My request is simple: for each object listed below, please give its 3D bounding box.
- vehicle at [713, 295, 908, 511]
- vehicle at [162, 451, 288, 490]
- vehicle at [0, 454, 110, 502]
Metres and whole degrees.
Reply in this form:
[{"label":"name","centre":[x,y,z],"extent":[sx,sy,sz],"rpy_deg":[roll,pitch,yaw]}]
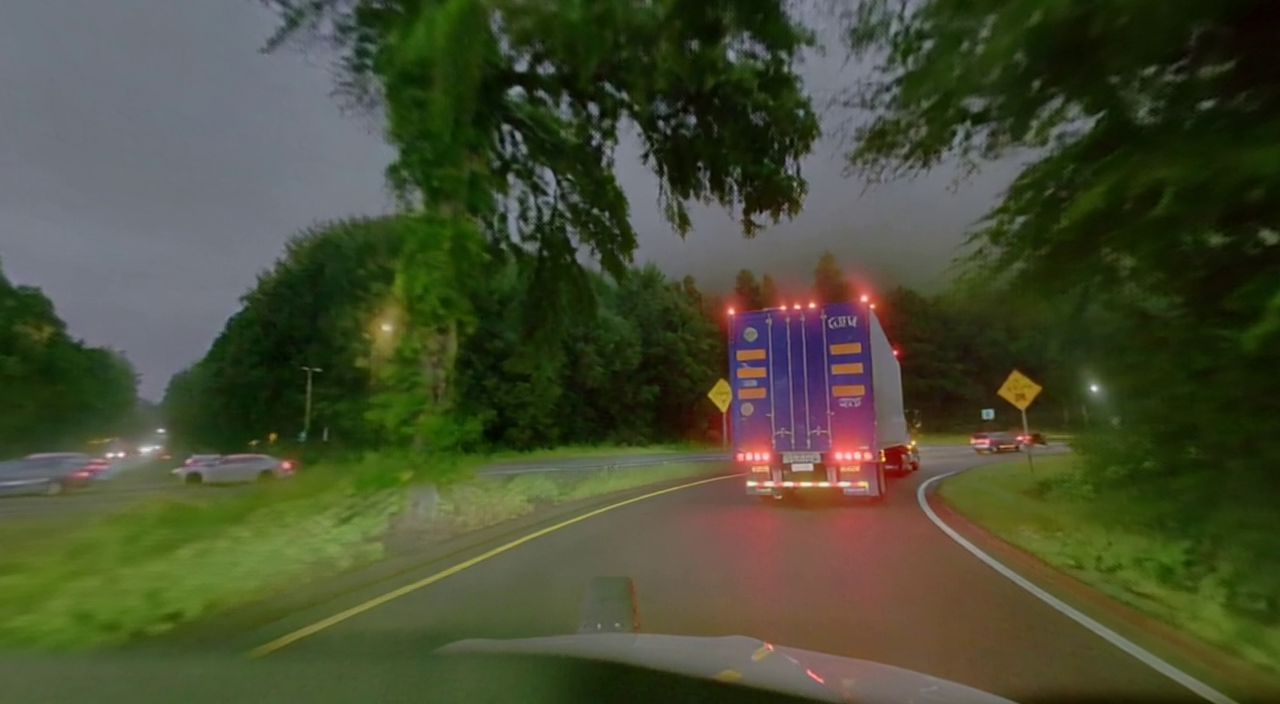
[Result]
[{"label":"vehicle","centre":[4.711,1.472,15.431],"extent":[2.937,3.647,9.344],"rpy_deg":[-4,-9,24]},{"label":"vehicle","centre":[-17.827,5.051,27.111],"extent":[4.350,1.410,1.726],"rpy_deg":[5,-10,-37]},{"label":"vehicle","centre":[-22.645,4.607,23.175],"extent":[4.578,1.573,1.806],"rpy_deg":[6,-11,-42]}]
